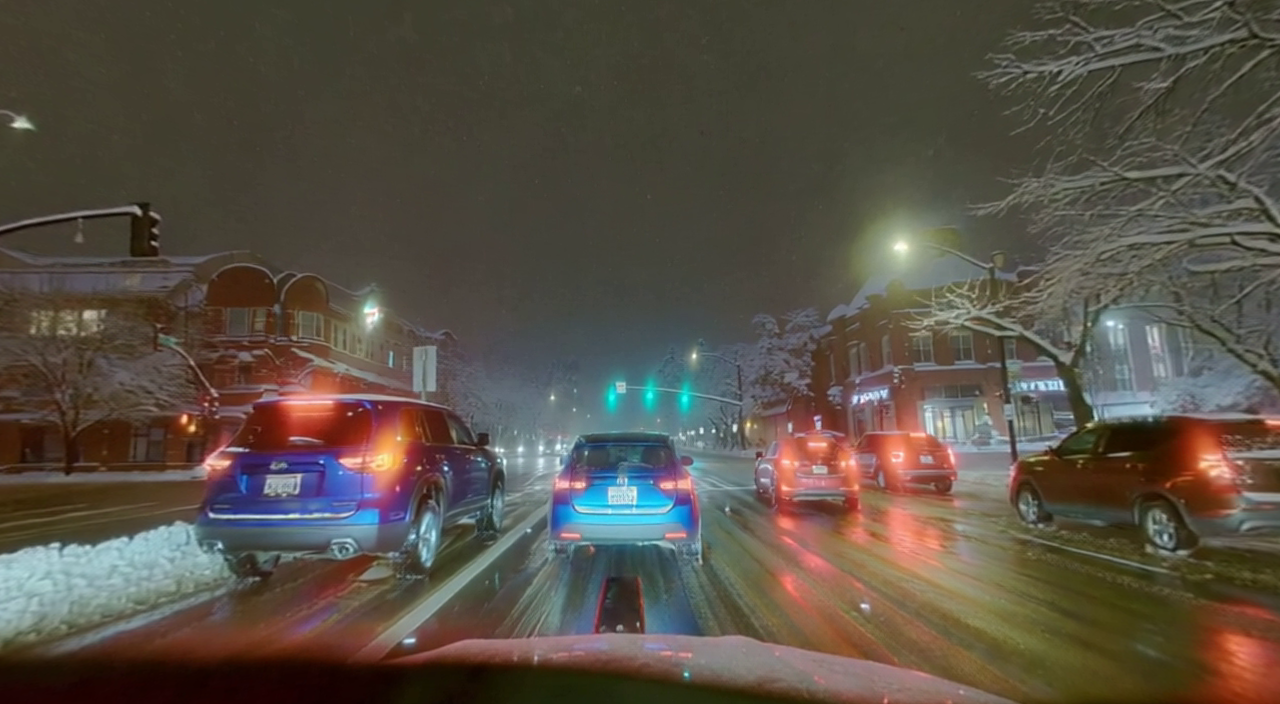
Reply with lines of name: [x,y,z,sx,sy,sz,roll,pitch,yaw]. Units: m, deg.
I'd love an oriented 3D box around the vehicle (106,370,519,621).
vehicle: [-2.849,1.392,7.062,2.064,1.825,4.760,0,-8,0]

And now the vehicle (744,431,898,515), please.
vehicle: [3.587,2.476,13.464,1.861,1.473,4.393,0,-8,-1]

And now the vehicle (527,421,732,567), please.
vehicle: [-0.145,1.760,8.560,2.097,1.480,4.006,0,-8,-1]

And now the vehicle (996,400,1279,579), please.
vehicle: [7.242,1.677,8.505,2.068,1.731,4.752,0,-8,0]

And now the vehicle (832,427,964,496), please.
vehicle: [7.048,3.034,17.776,1.894,1.693,4.110,0,-8,-1]
